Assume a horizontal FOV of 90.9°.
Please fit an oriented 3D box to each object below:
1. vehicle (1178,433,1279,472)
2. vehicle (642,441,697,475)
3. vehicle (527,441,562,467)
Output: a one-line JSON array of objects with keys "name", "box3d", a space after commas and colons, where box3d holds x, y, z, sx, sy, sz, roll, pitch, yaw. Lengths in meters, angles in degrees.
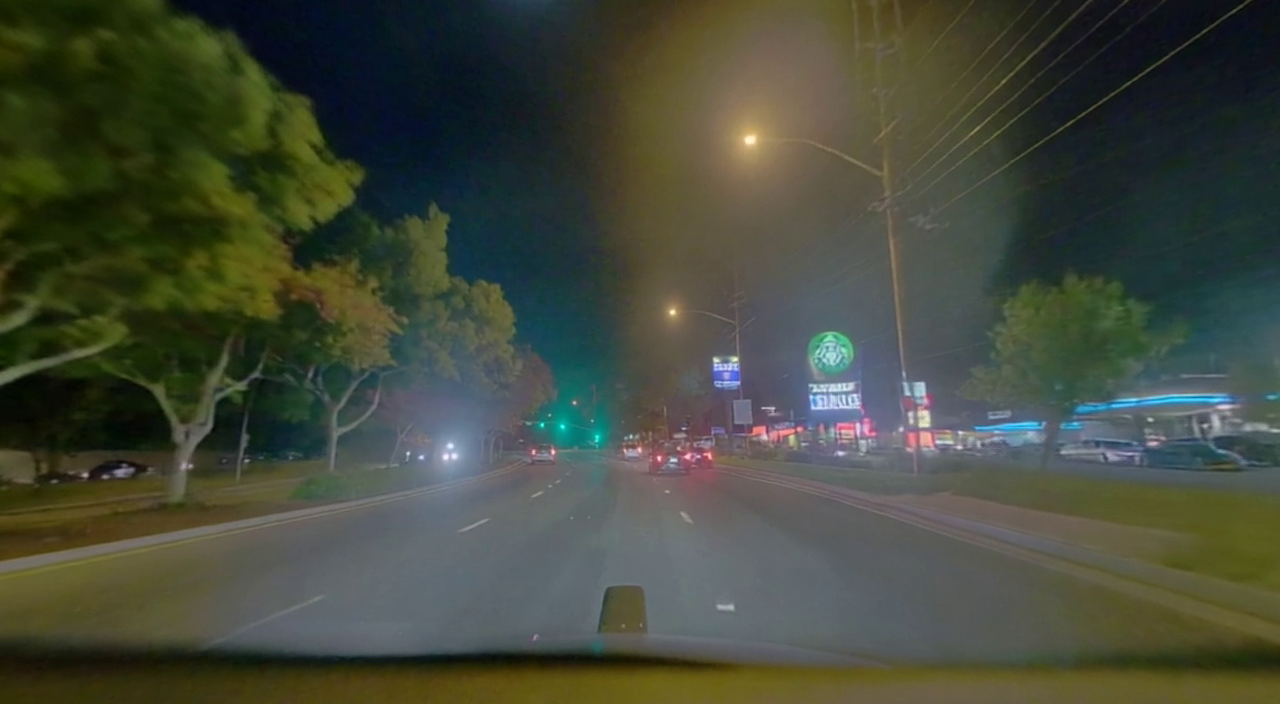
[{"name": "vehicle", "box3d": [29.638, 4.959, 31.081, 4.106, 1.638, 1.997, -7, -12, 18]}, {"name": "vehicle", "box3d": [1.296, 5.018, 30.014, 2.130, 1.476, 4.453, 1, -8, -4]}, {"name": "vehicle", "box3d": [-6.737, 7.221, 44.914, 2.195, 1.752, 4.515, 1, -9, -5]}]
